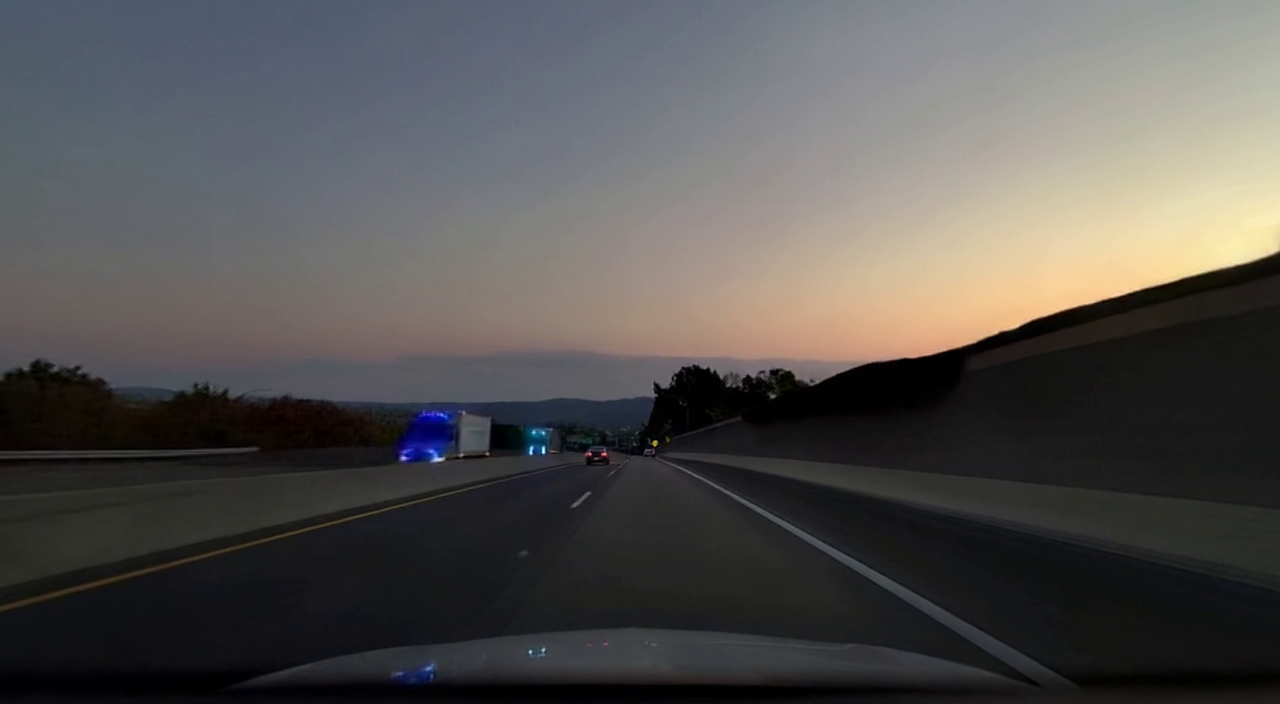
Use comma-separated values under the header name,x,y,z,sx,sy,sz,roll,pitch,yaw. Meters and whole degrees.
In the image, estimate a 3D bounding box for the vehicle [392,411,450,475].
name,x,y,z,sx,sy,sz,roll,pitch,yaw
vehicle,-15.227,6.318,43.959,2.913,4.275,3.166,0,-7,-1

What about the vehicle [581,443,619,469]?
name,x,y,z,sx,sy,sz,roll,pitch,yaw
vehicle,-2.386,6.349,38.661,2.050,1.530,4.144,0,-8,0
